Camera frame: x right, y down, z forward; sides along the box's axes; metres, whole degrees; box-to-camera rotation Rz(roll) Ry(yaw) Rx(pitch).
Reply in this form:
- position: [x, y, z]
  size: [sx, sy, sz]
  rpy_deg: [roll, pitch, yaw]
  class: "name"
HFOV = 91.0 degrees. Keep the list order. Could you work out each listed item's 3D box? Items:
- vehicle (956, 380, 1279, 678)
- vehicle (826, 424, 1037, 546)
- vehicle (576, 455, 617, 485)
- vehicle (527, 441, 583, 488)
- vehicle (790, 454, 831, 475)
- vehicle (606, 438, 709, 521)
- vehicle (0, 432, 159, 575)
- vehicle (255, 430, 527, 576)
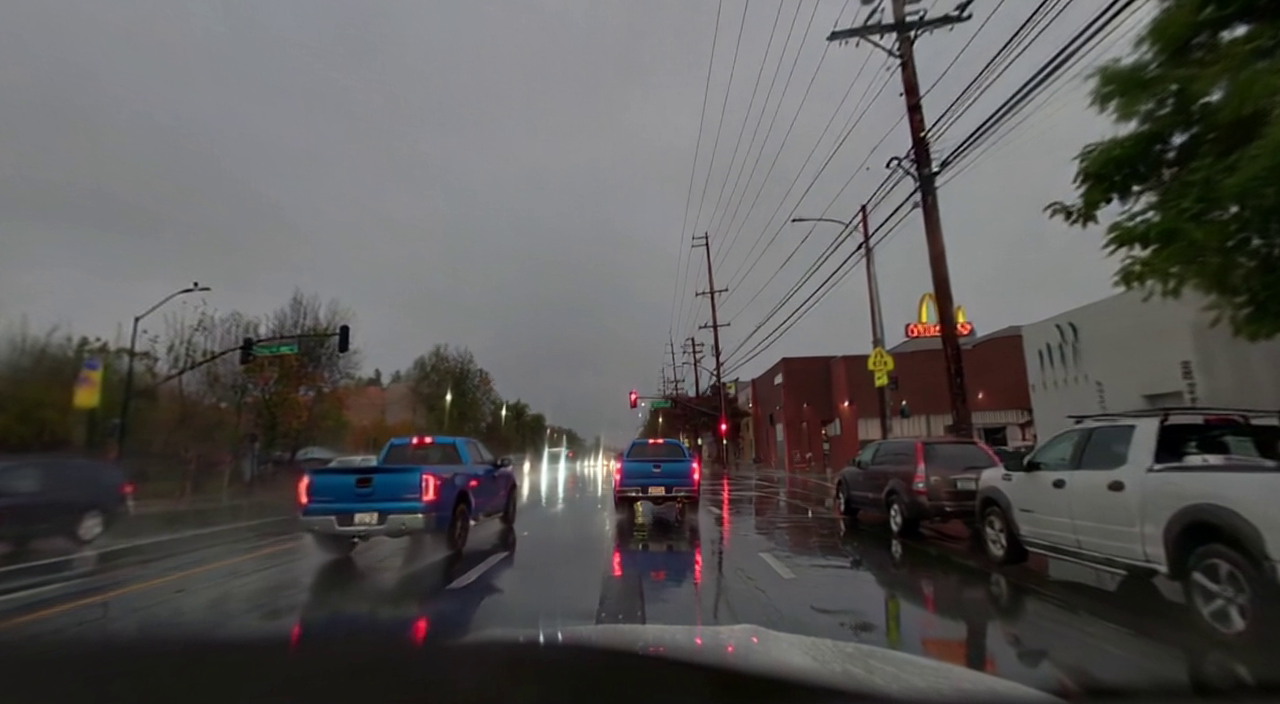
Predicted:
- position: [4.892, 1.295, 5.247]
  size: [2.007, 1.786, 4.870]
  rpy_deg: [0, -9, 1]
  class: "vehicle"
- position: [5.108, 2.363, 11.925]
  size: [1.974, 1.823, 4.576]
  rpy_deg: [0, -9, 3]
  class: "vehicle"
- position: [-2.775, 7.694, 41.293]
  size: [2.140, 1.768, 5.092]
  rpy_deg: [0, -9, 2]
  class: "vehicle"
- position: [-5.788, 7.753, 43.988]
  size: [2.619, 2.948, 7.193]
  rpy_deg: [0, -9, 2]
  class: "vehicle"
- position: [13.458, 8.899, 49.972]
  size: [2.075, 1.556, 4.585]
  rpy_deg: [0, -9, 1]
  class: "vehicle"
- position: [0.621, 3.017, 15.548]
  size: [2.089, 1.699, 4.650]
  rpy_deg: [-1, -9, 7]
  class: "vehicle"
- position: [-9.120, 1.927, 8.069]
  size: [2.040, 1.786, 4.772]
  rpy_deg: [0, -9, 1]
  class: "vehicle"
- position: [-3.148, 2.003, 9.249]
  size: [1.995, 1.554, 4.618]
  rpy_deg: [0, -9, 2]
  class: "vehicle"
